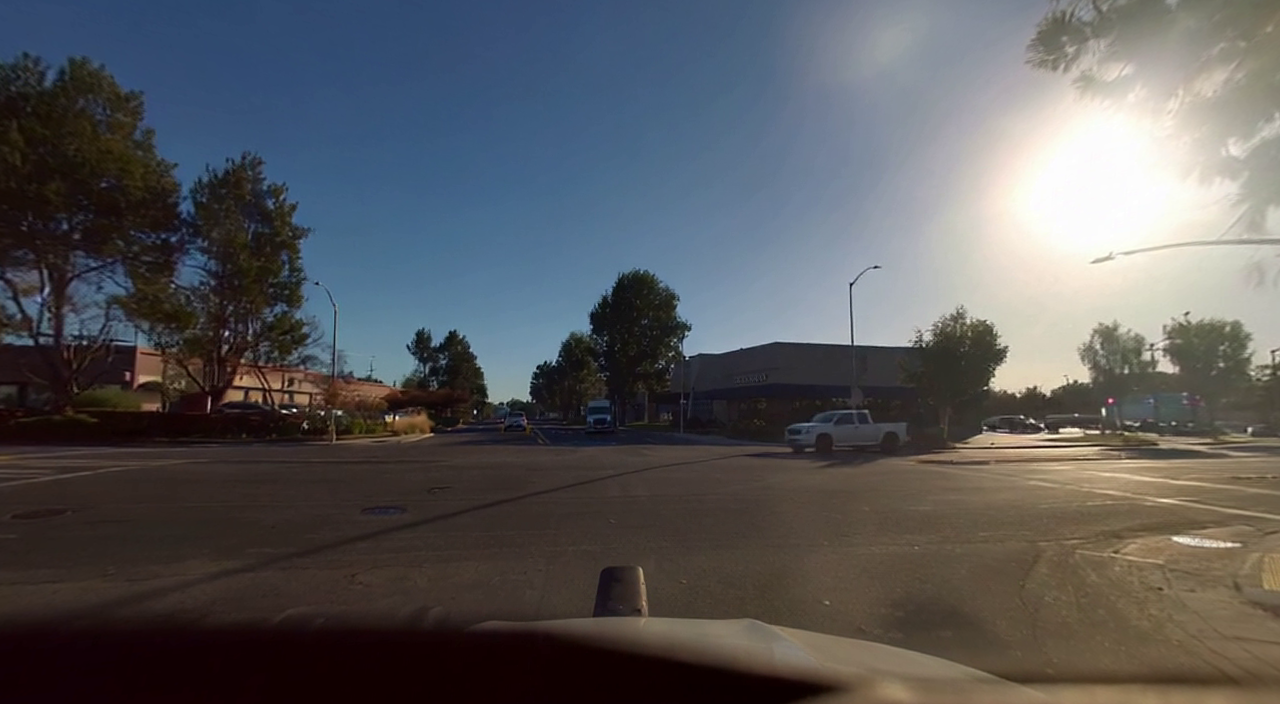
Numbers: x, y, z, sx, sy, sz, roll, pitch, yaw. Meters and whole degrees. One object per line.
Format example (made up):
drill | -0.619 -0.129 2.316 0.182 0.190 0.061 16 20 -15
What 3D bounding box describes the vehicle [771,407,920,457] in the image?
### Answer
vehicle | 8.079 3.191 24.788 5.333 1.837 2.124 3 -9 -20
